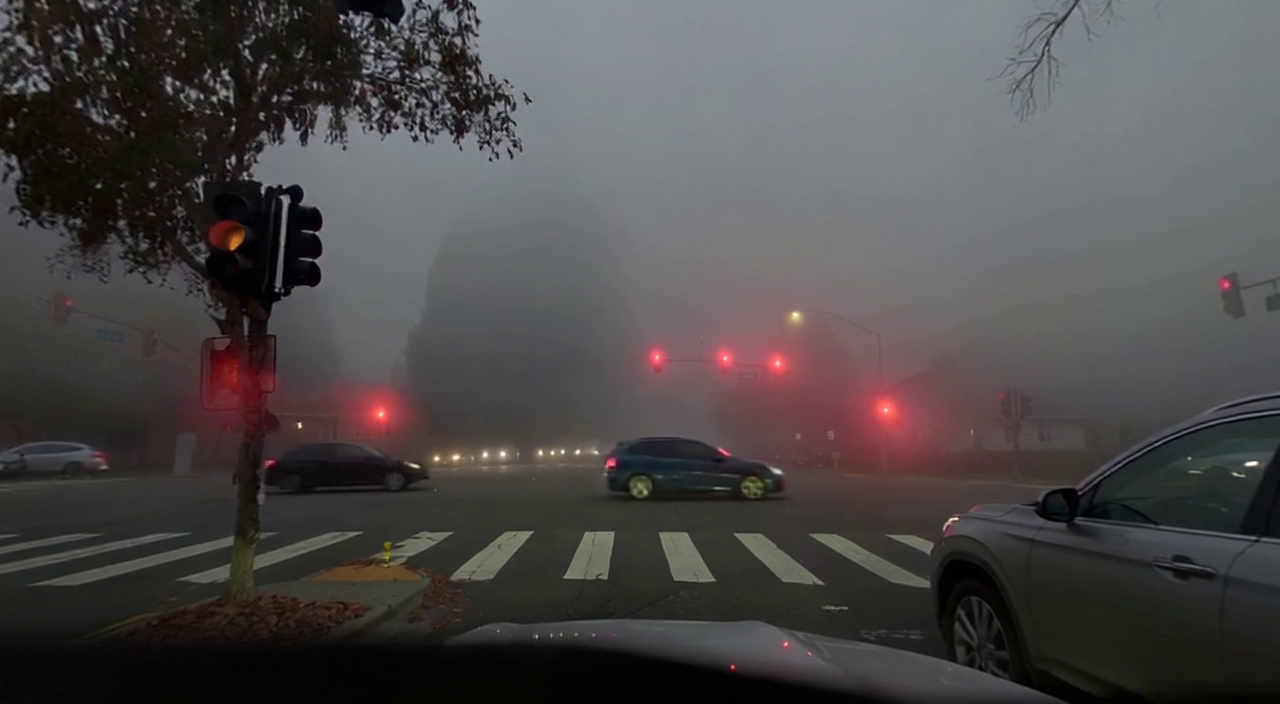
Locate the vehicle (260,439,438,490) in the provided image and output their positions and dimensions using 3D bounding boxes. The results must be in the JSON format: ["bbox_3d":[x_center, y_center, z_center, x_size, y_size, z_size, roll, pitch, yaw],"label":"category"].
[{"bbox_3d":[-8.928,3.479,19.703,4.561,1.468,1.921,0,-8,-1],"label":"vehicle"}]

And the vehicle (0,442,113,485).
[{"bbox_3d":[-22.264,4.003,22.772,4.710,1.470,1.794,1,-9,-3],"label":"vehicle"}]

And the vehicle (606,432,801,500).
[{"bbox_3d":[1.517,2.910,16.262,4.680,1.620,1.943,0,-8,-1],"label":"vehicle"}]

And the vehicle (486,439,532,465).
[{"bbox_3d":[-8.977,6.865,43.641,2.028,1.654,5.027,0,-9,1],"label":"vehicle"}]

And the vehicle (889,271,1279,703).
[{"bbox_3d":[2.704,0.714,1.718,2.085,1.800,4.908,0,-9,1],"label":"vehicle"}]
